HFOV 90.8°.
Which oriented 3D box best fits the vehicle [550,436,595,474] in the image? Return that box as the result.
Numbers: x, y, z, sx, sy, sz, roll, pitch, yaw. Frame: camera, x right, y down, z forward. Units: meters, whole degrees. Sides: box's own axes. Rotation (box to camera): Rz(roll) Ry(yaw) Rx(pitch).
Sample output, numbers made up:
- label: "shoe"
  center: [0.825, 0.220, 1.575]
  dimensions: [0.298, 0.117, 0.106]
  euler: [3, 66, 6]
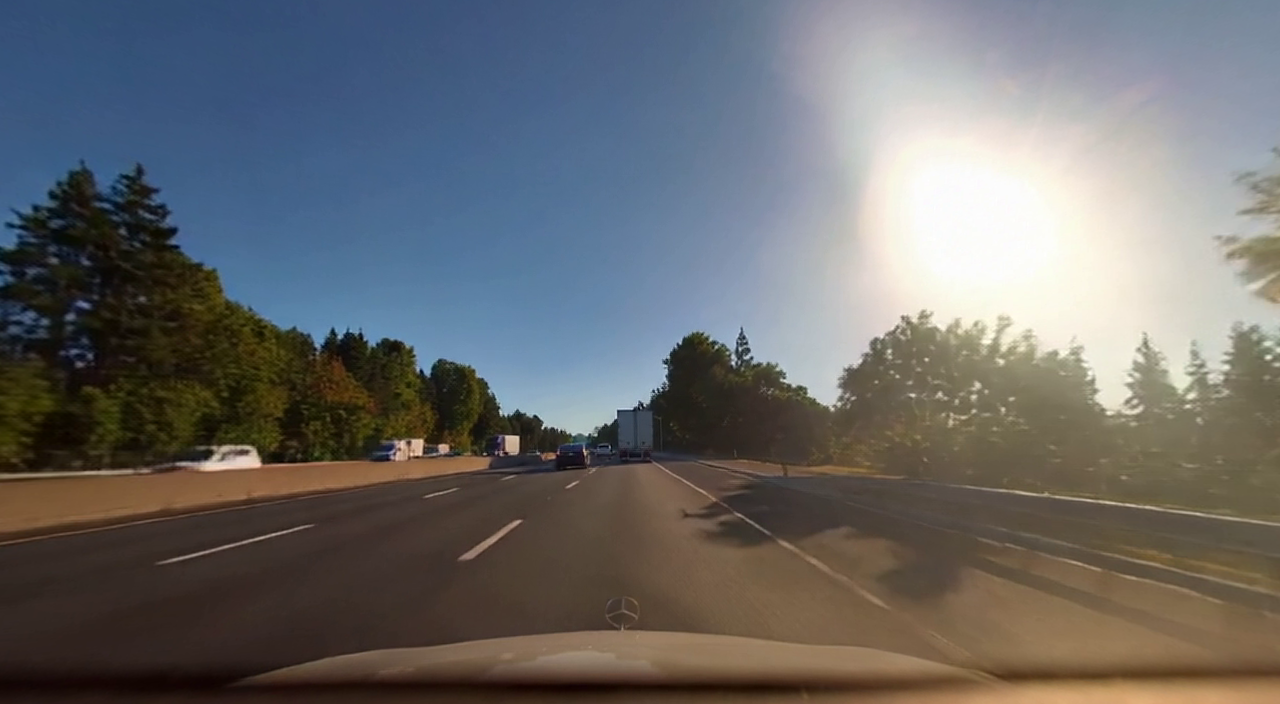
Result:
- label: "vehicle"
  center: [-3.591, 5.578, 34.364]
  dimensions: [2.139, 1.925, 4.312]
  euler: [0, -9, -3]
